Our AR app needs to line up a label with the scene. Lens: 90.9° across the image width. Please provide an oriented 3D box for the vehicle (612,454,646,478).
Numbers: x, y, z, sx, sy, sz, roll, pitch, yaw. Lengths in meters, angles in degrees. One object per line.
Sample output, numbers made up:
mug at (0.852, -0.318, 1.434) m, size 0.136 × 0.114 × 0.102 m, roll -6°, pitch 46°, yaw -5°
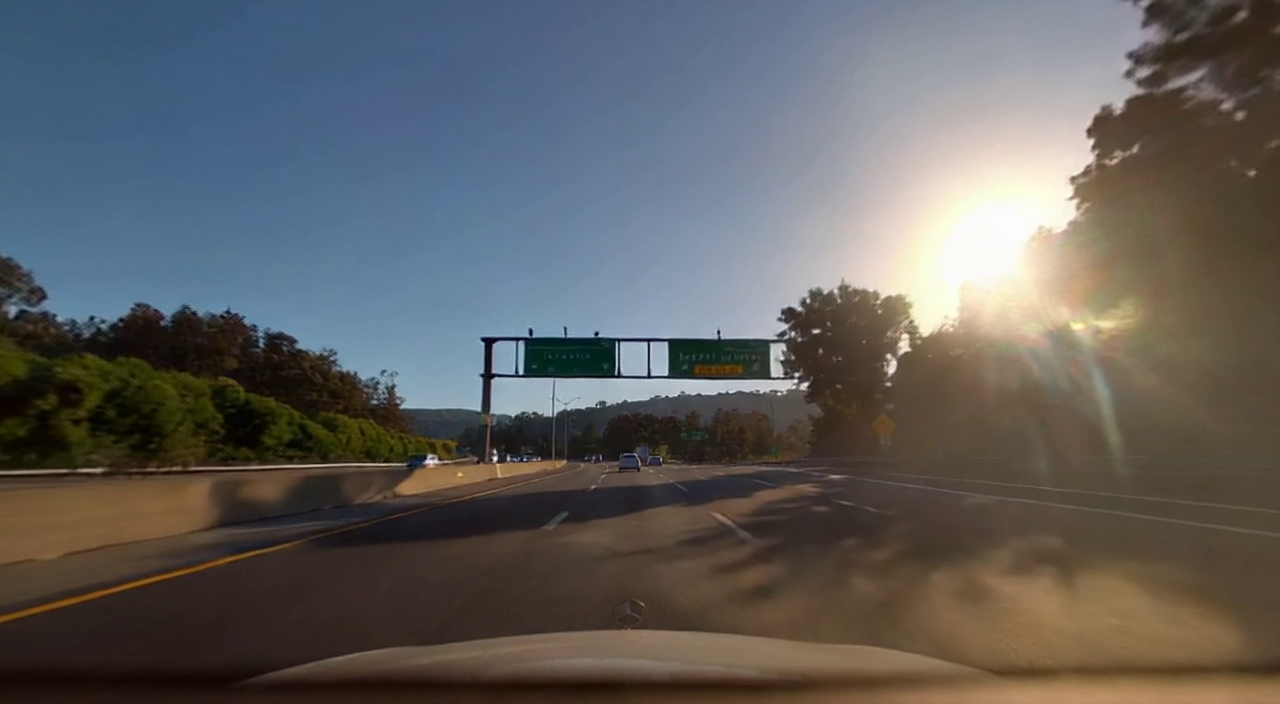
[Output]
vehicle at (-0.783, 7.605, 42.202) m, size 2.193 × 1.497 × 4.337 m, roll 0°, pitch -9°, yaw -2°
